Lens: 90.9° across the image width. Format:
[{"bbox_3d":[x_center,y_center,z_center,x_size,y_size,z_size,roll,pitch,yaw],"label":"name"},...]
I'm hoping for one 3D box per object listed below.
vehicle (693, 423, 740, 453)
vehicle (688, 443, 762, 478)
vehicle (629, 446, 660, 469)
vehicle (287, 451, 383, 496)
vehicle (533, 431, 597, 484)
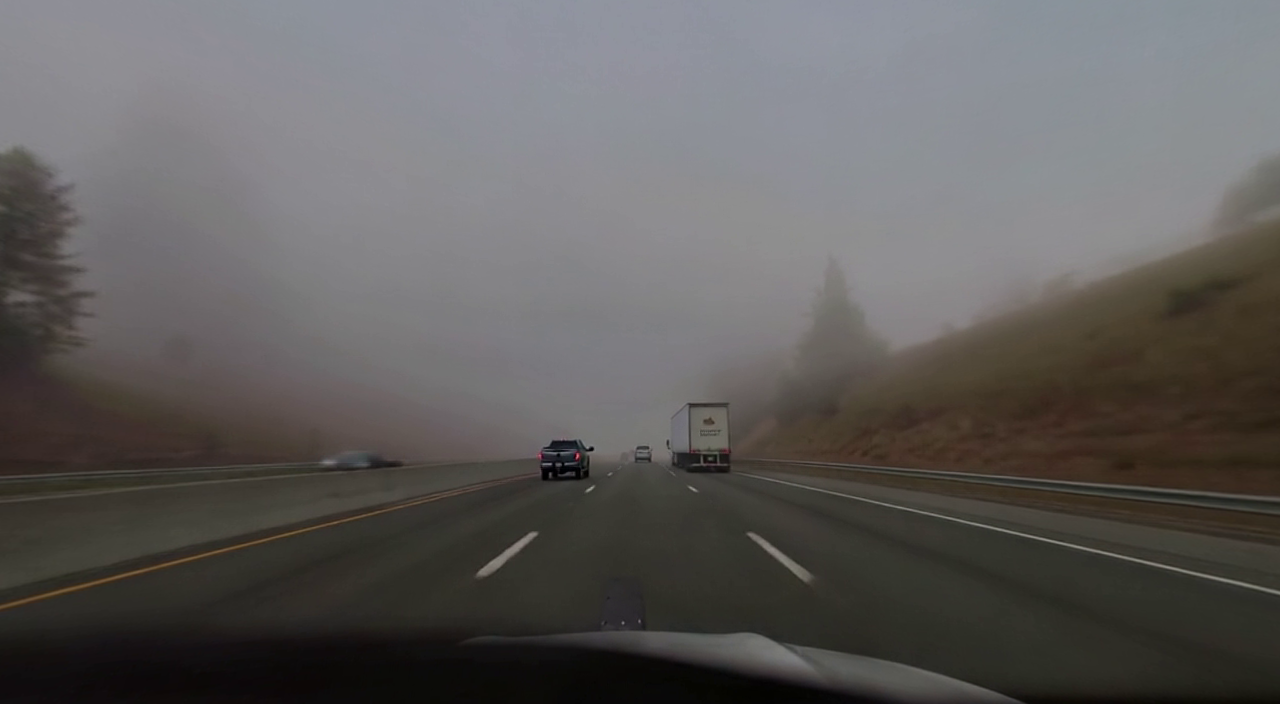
[{"bbox_3d":[4.121,4.759,34.682,1.968,1.547,4.215,0,-9,-1],"label":"vehicle"},{"bbox_3d":[4.228,5.679,33.481,2.654,1.574,9.537,0,-9,0],"label":"vehicle"},{"bbox_3d":[0.288,7.422,44.311,2.086,1.497,3.681,0,-9,0],"label":"vehicle"},{"bbox_3d":[-12.471,4.939,26.079,1.738,1.676,4.144,0,-9,2],"label":"vehicle"},{"bbox_3d":[-3.097,4.515,27.094,2.142,2.044,4.446,0,-9,1],"label":"vehicle"}]
